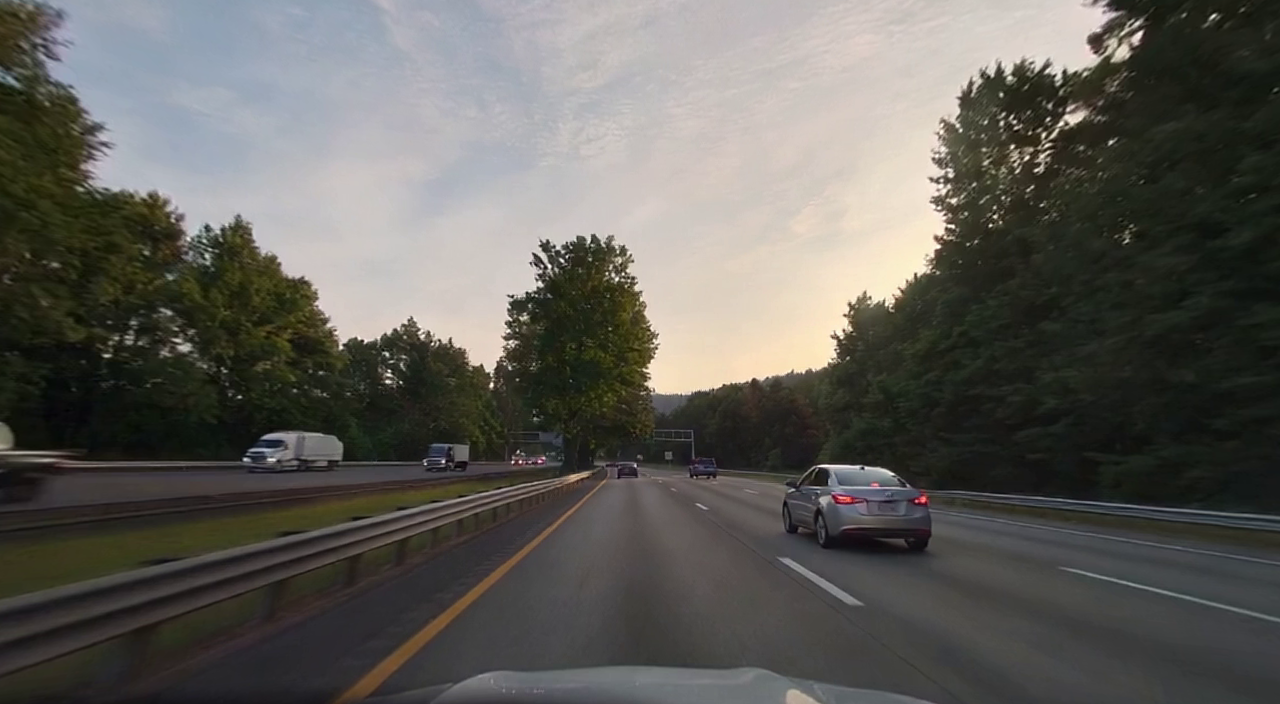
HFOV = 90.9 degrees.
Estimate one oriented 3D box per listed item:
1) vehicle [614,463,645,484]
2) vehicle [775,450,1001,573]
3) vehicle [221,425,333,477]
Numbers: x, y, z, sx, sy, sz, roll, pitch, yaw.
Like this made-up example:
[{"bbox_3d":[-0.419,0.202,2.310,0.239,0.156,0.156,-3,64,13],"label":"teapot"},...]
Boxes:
[{"bbox_3d":[-0.819,9.342,48.499,2.242,1.525,4.305,1,-10,-1],"label":"vehicle"},{"bbox_3d":[3.932,2.620,10.959,2.132,1.662,4.180,1,-10,-1],"label":"vehicle"},{"bbox_3d":[-21.627,6.075,38.080,2.359,2.790,7.380,1,-10,-1],"label":"vehicle"}]
